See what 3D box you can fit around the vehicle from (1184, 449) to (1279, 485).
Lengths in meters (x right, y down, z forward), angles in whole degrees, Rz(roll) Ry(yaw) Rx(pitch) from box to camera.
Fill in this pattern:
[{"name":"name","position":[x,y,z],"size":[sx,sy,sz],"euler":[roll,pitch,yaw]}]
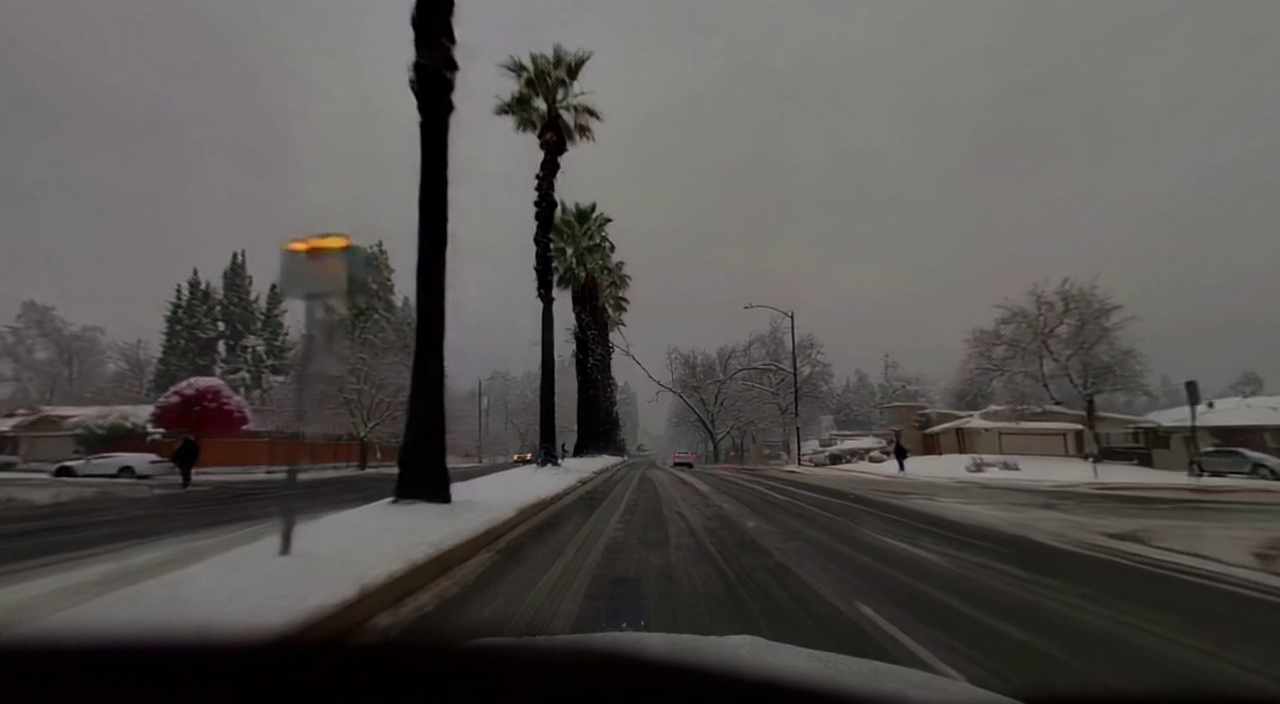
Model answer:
[{"name":"vehicle","position":[28.042,5.285,29.237],"size":[1.900,1.503,4.553],"euler":[-1,-8,6]}]
